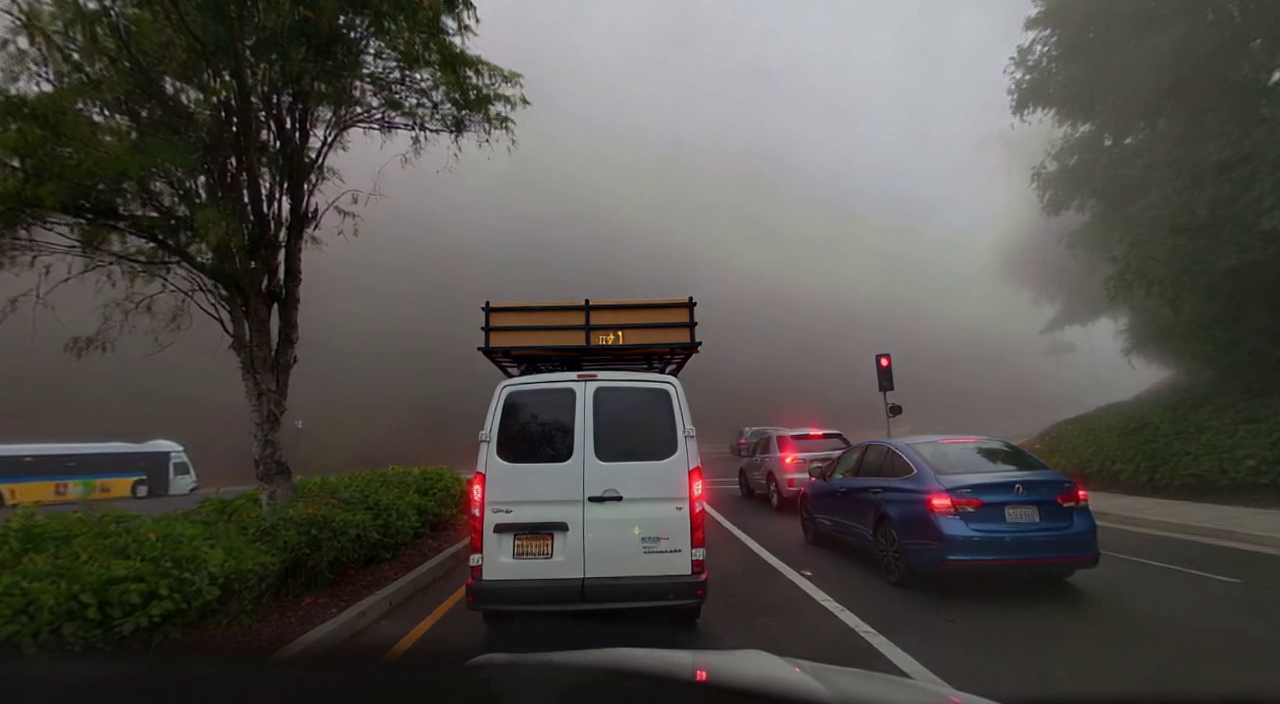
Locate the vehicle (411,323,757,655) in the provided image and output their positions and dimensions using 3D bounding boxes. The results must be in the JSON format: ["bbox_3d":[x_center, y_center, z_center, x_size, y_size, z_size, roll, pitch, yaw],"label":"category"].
[{"bbox_3d":[-0.361,1.162,6.200,2.145,2.089,4.309,0,-9,0],"label":"vehicle"}]

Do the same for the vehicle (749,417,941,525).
[{"bbox_3d":[3.655,2.213,12.267,2.024,1.692,4.252,1,-9,-4],"label":"vehicle"}]

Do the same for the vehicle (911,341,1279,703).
[{"bbox_3d":[3.451,0.941,3.401,1.965,1.671,4.146,0,-9,-3],"label":"vehicle"}]

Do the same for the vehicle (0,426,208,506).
[{"bbox_3d":[-26.648,5.227,28.416,11.969,3.012,2.786,-3,-8,-5],"label":"vehicle"}]
